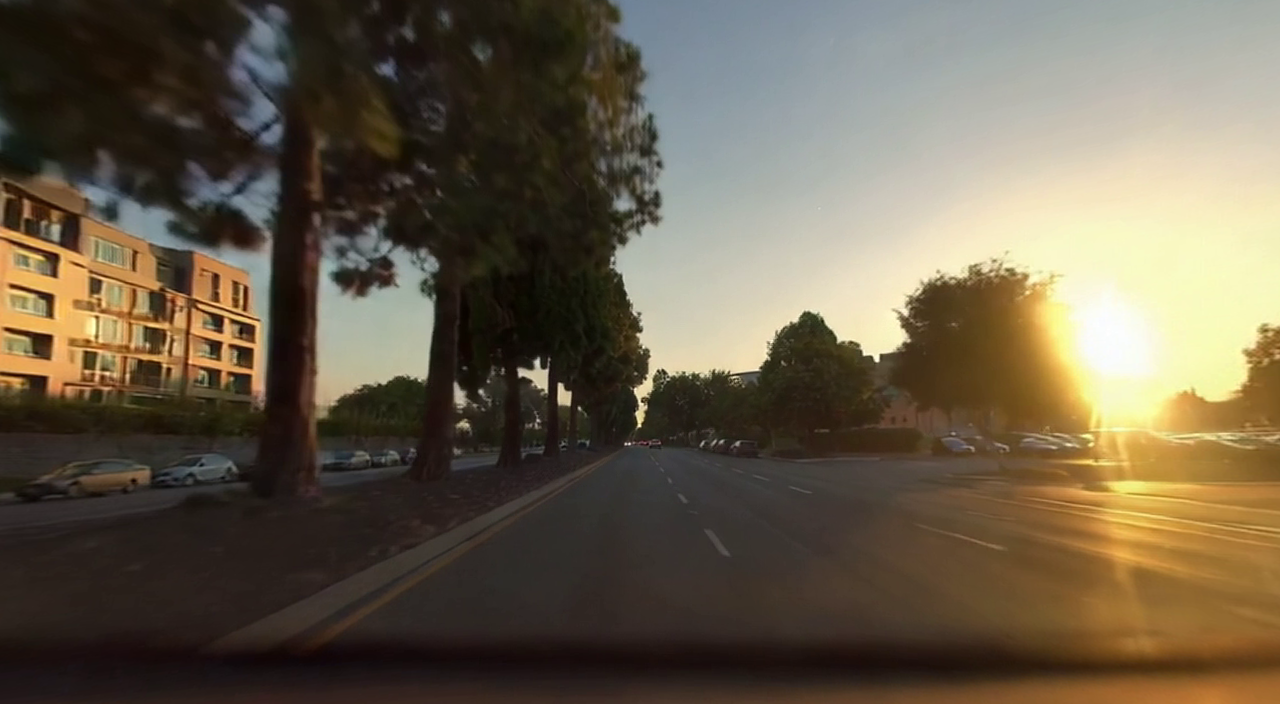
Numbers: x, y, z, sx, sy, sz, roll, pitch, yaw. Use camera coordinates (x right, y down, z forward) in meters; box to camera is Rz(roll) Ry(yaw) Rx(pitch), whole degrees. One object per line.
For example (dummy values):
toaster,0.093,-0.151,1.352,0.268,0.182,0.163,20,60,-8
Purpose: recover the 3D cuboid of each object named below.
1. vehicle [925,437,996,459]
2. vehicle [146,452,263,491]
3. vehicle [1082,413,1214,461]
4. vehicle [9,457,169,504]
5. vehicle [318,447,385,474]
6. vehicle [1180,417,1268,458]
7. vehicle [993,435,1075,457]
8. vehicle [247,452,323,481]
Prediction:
vehicle,23.994,7.213,47.322,4.549,1.565,1.831,2,-9,-13
vehicle,-19.717,5.441,28.922,1.920,1.561,4.654,-2,-10,2
vehicle,31.074,5.251,38.723,6.797,2.774,2.304,2,-9,-12
vehicle,-20.260,4.704,23.560,1.798,1.487,4.486,0,-8,2
vehicle,-20.352,7.645,44.830,2.012,1.636,4.997,-3,-8,7
vehicle,36.855,5.427,39.922,3.698,2.517,2.072,2,-9,-12
vehicle,30.351,7.237,48.710,5.245,1.609,2.167,2,-9,-13
vehicle,-19.773,6.368,35.399,1.959,1.459,4.150,0,-8,-2
